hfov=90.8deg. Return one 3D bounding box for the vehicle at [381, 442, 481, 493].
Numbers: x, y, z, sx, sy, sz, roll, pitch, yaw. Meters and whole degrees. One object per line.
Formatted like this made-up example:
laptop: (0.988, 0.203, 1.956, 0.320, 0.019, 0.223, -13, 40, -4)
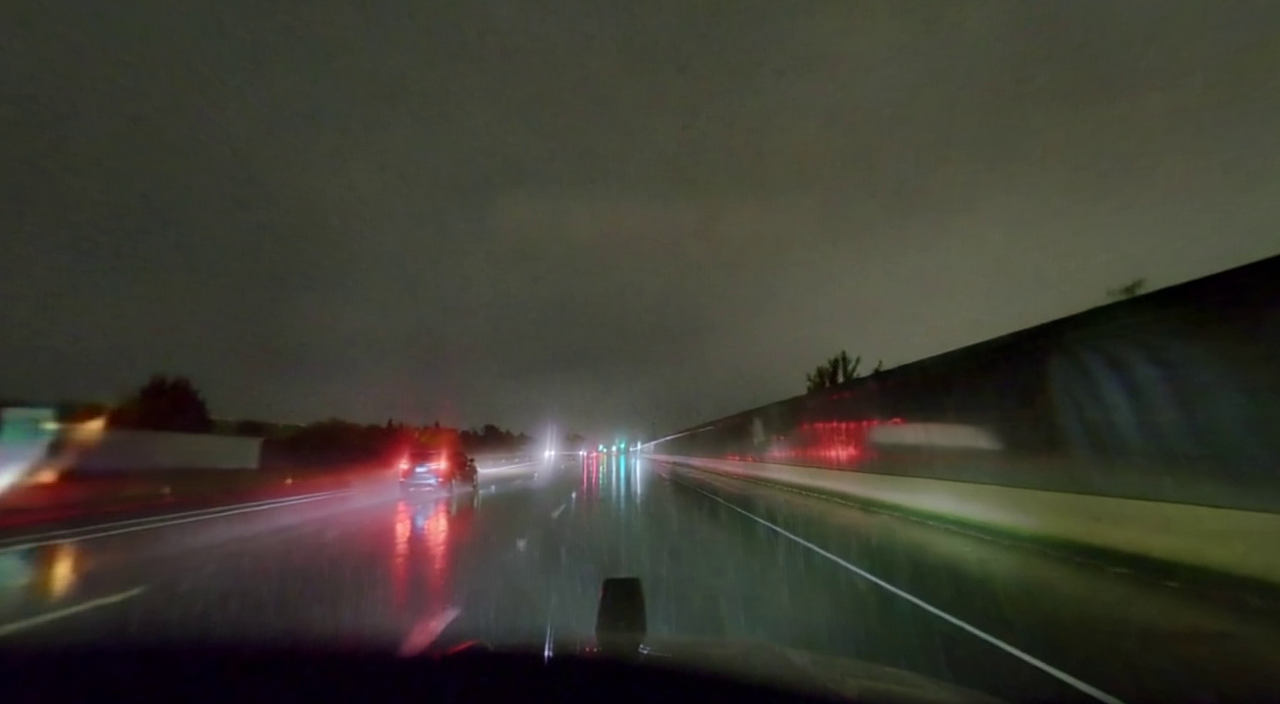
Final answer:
vehicle: (-7.157, 4.000, 22.152, 2.098, 1.606, 4.227, 0, -9, -1)
